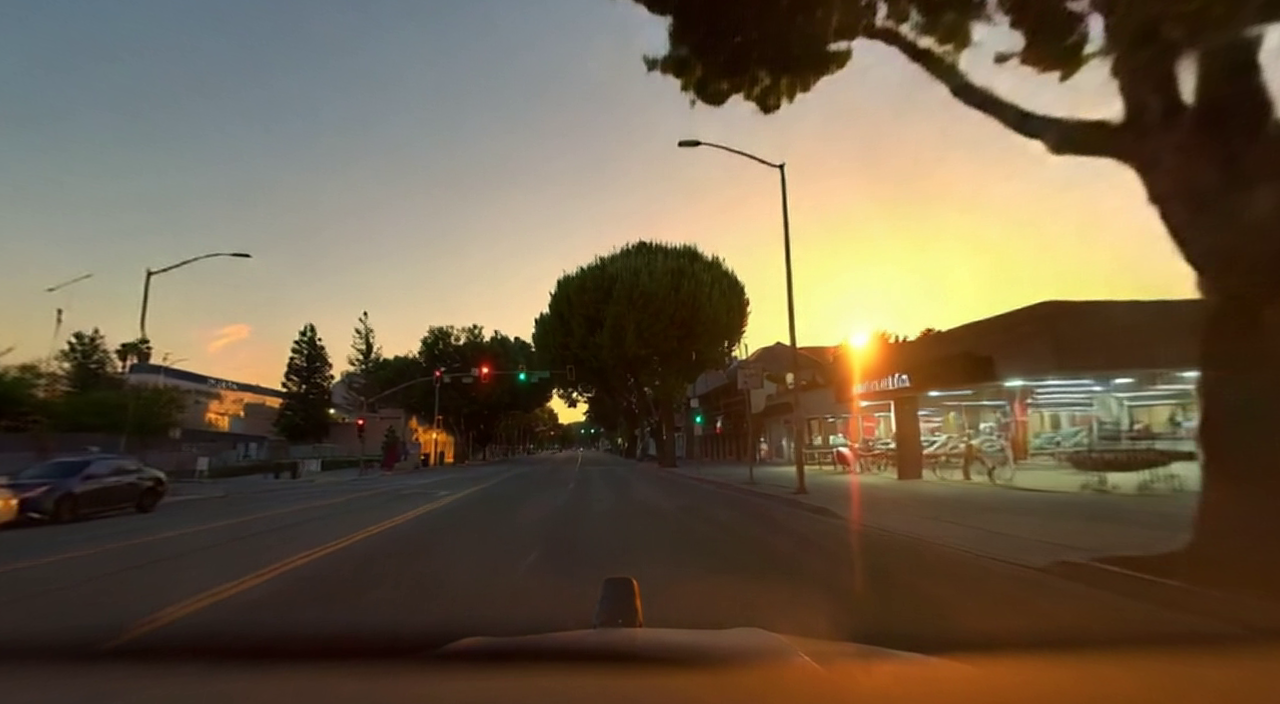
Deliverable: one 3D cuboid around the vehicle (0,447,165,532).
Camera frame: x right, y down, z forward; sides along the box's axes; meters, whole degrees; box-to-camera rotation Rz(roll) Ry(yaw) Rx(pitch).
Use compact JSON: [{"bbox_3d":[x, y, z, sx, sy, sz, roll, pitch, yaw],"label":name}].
[{"bbox_3d":[-14.223,3.330,15.450,1.944,1.742,4.507,-3,-10,-6],"label":"vehicle"}]
